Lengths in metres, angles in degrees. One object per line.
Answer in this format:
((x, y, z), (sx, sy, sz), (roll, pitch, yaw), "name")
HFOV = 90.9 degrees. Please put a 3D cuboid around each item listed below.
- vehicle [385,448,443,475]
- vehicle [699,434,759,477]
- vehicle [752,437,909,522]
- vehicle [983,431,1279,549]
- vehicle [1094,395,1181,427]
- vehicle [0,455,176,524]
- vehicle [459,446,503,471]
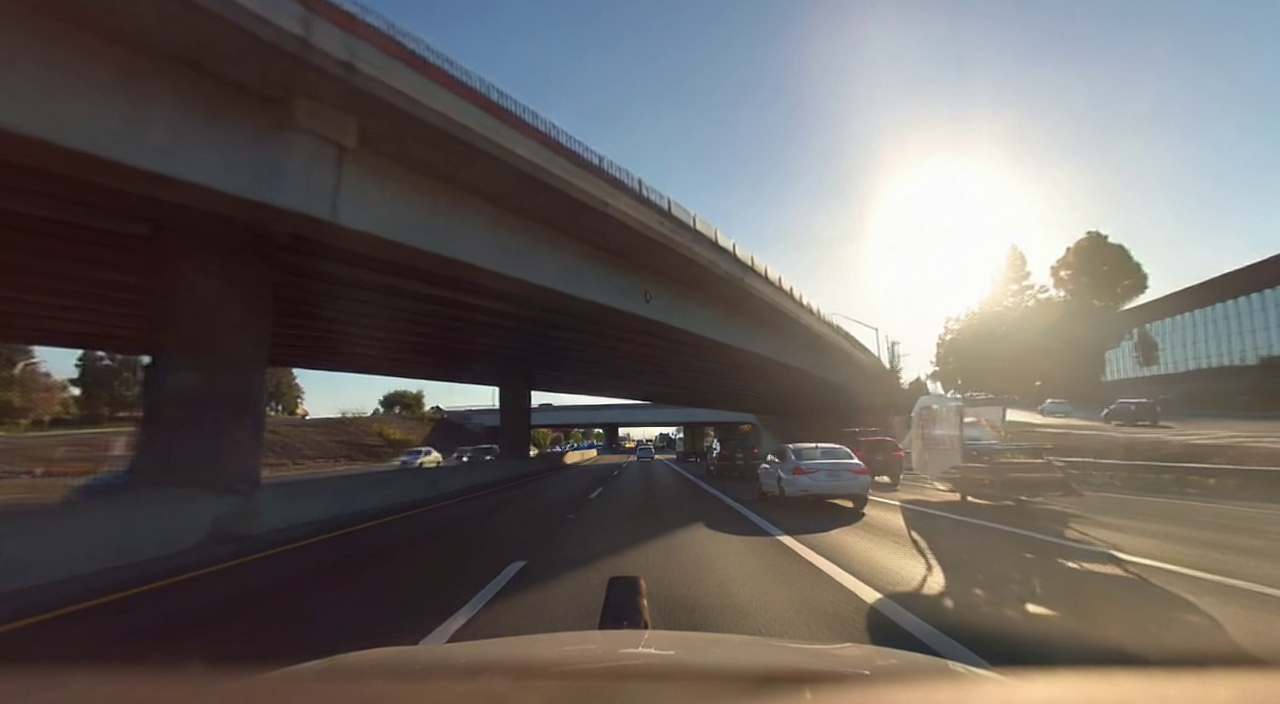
((-15.071, 7.284, 42.312), (1.968, 1.663, 5.013), (0, -8, 1), "vehicle")
((4.150, 4.920, 30.245), (2.086, 1.858, 4.737), (0, -8, -1), "vehicle")
((3.805, 2.606, 13.514), (1.902, 1.481, 4.451), (0, -8, -1), "vehicle")
((7.751, 2.074, 10.221), (1.919, 1.476, 4.303), (0, -8, 0), "vehicle")
((33.504, 4.046, 42.681), (2.131, 1.840, 4.870), (-1, -8, 4), "vehicle")
((-14.972, 3.519, 16.704), (1.897, 1.497, 4.446), (0, -8, 1), "vehicle")
((-11.394, 7.646, 45.601), (1.894, 1.647, 4.514), (0, -8, 2), "vehicle")
